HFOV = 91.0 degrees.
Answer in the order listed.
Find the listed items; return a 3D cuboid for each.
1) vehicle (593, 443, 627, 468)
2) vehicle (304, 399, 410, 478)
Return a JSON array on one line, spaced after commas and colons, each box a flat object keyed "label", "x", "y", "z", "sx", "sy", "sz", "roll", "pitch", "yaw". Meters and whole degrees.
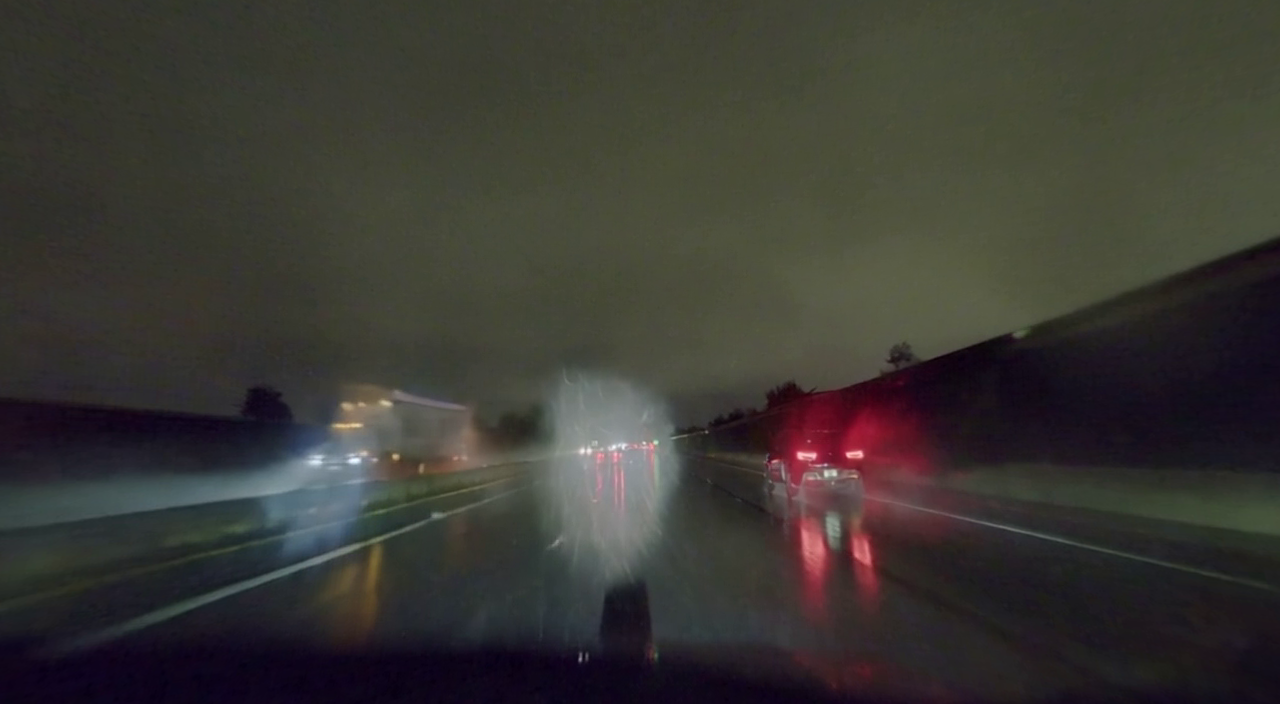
[{"label": "vehicle", "x": -1.973, "y": 6.926, "z": 42.347, "sx": 2.050, "sy": 1.530, "sz": 4.144, "roll": 0, "pitch": -8, "yaw": 0}, {"label": "vehicle", "x": -15.384, "y": 4.765, "z": 34.806, "sx": 3.041, "sy": 3.945, "sz": 5.899, "roll": 0, "pitch": -8, "yaw": 0}]
